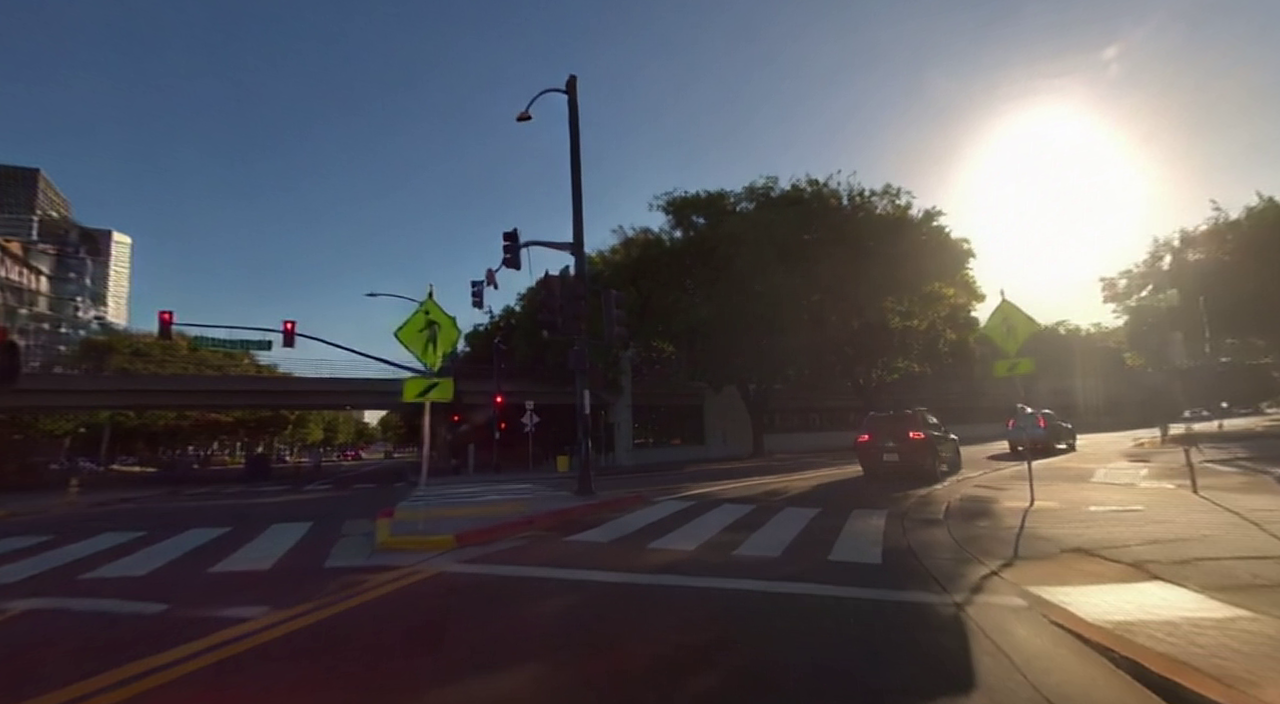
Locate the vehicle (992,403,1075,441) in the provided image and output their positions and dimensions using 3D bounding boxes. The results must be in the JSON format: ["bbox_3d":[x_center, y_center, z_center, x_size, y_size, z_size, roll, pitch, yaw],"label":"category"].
[{"bbox_3d":[21.978,3.972,35.223,5.144,1.954,2.122,6,-10,-37],"label":"vehicle"}]

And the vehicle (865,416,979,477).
[{"bbox_3d":[8.545,2.820,18.956,1.908,1.622,4.166,-7,-11,40],"label":"vehicle"}]
